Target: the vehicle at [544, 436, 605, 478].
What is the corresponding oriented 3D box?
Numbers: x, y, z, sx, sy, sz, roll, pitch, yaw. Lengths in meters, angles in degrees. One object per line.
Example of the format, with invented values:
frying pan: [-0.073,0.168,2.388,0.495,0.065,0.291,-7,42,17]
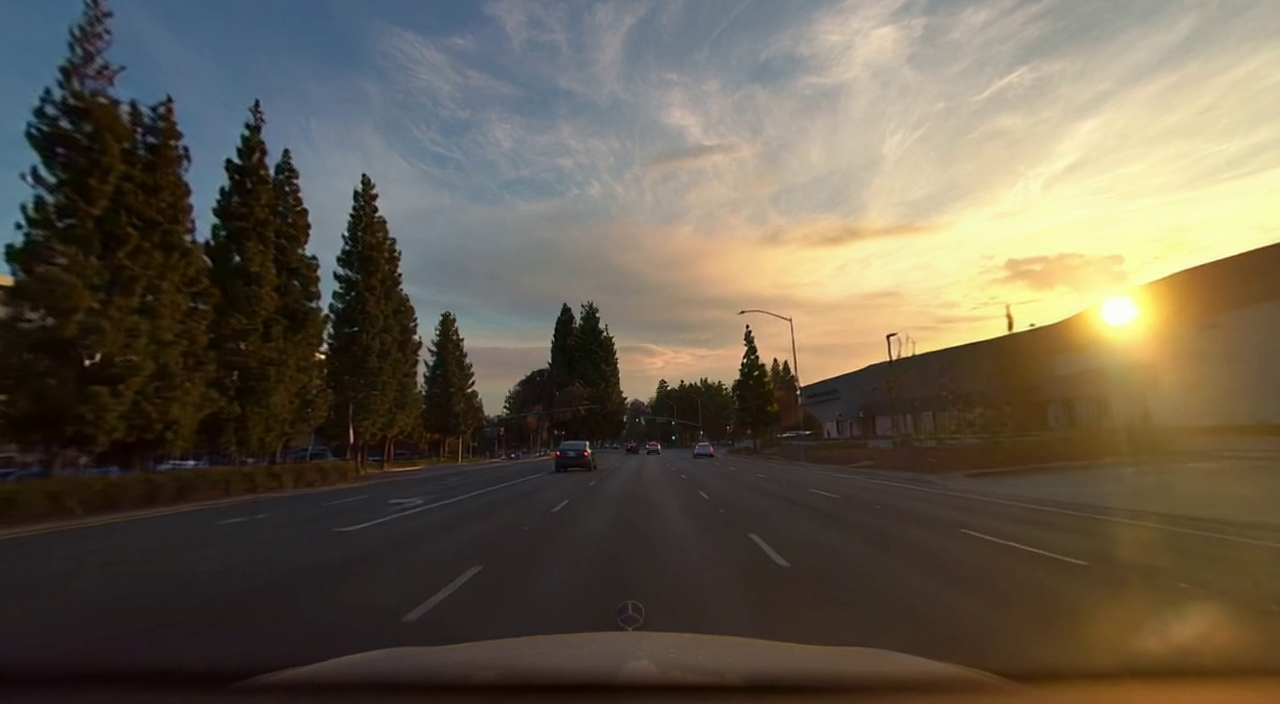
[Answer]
vehicle: [-2.744,4.548,27.652,2.121,1.656,4.559,0,-8,1]
